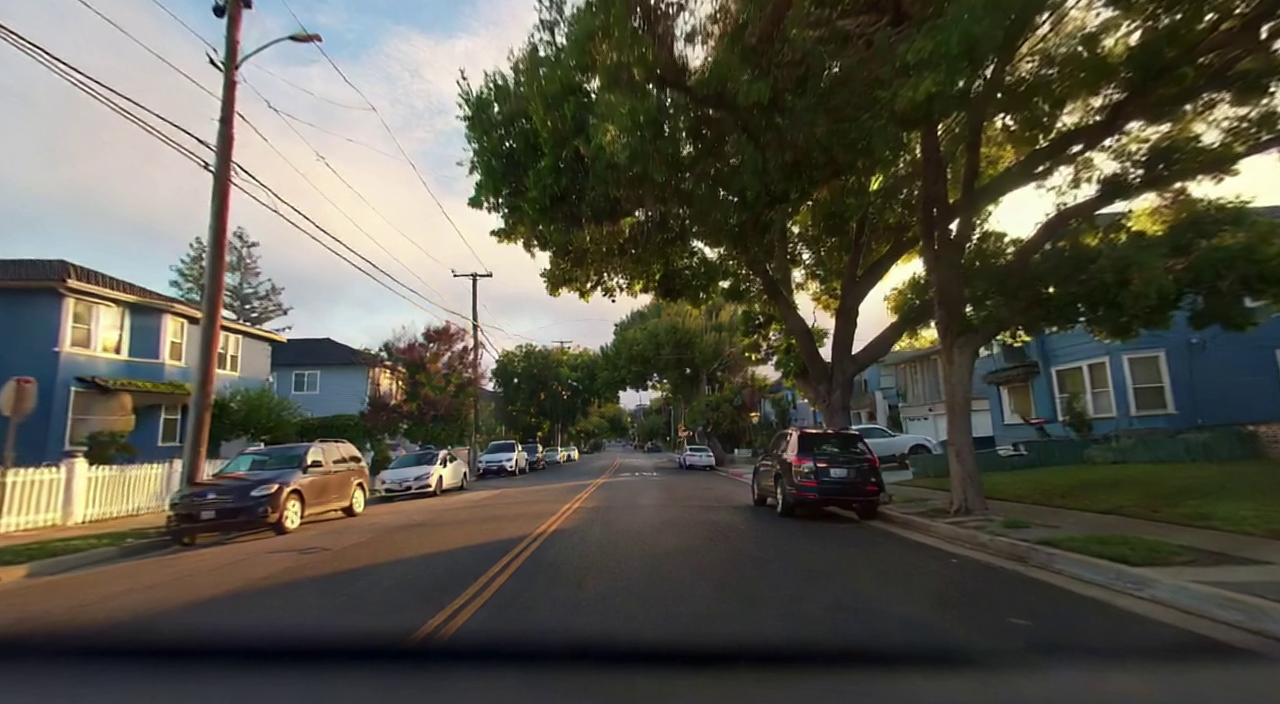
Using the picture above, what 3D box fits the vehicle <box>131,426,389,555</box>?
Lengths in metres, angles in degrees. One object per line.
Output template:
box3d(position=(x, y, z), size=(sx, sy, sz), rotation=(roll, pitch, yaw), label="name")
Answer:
box3d(position=(-6.525, 2.389, 11.644), size=(2.194, 1.798, 4.402), rotation=(-2, -8, -3), label="vehicle")

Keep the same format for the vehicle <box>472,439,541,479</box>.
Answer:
box3d(position=(-6.406, 5.218, 31.043), size=(2.136, 1.757, 5.365), rotation=(0, -9, 1), label="vehicle")

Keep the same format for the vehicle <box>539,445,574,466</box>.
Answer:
box3d(position=(-6.433, 8.022, 49.054), size=(2.056, 1.481, 4.451), rotation=(0, -9, 1), label="vehicle")

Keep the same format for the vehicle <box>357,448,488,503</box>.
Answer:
box3d(position=(-6.460, 3.697, 19.392), size=(2.211, 1.469, 4.380), rotation=(-1, -9, 4), label="vehicle")

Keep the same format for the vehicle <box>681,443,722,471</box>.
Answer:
box3d(position=(3.598, 6.311, 38.057), size=(1.963, 1.536, 5.446), rotation=(0, -9, 0), label="vehicle")

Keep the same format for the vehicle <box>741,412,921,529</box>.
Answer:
box3d(position=(3.502, 2.284, 12.619), size=(2.114, 1.909, 4.266), rotation=(0, -9, -2), label="vehicle")
